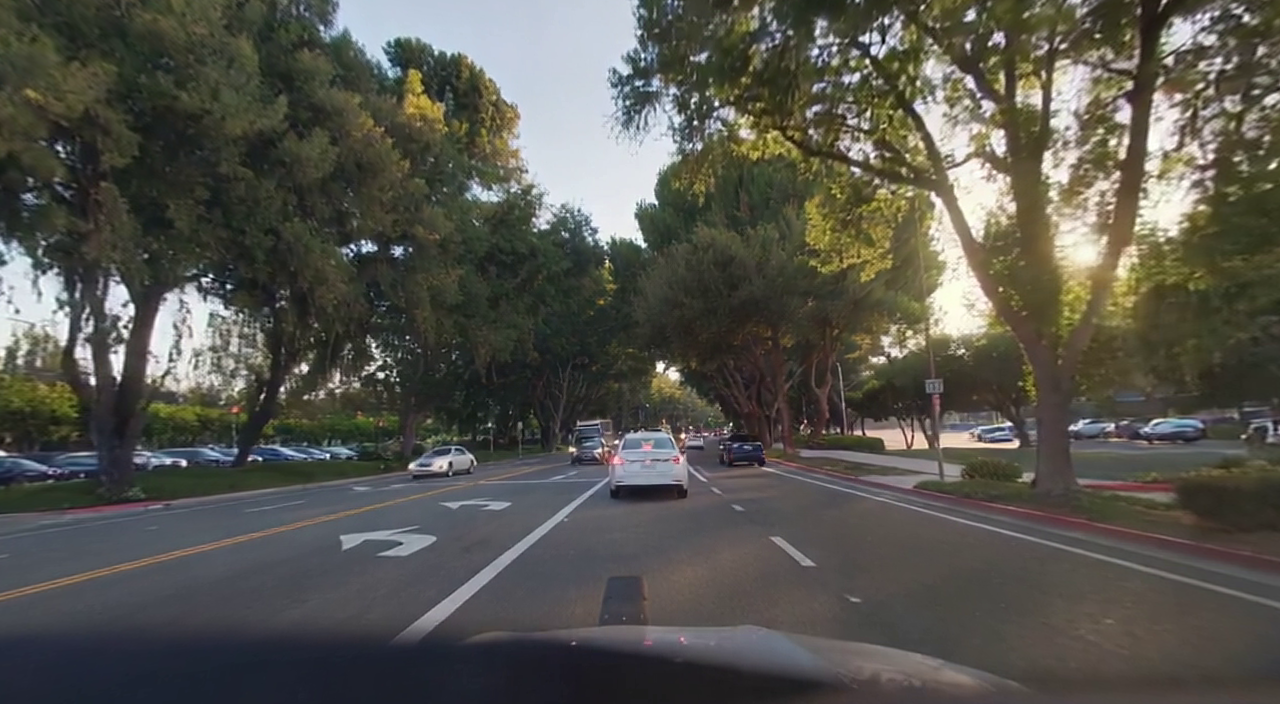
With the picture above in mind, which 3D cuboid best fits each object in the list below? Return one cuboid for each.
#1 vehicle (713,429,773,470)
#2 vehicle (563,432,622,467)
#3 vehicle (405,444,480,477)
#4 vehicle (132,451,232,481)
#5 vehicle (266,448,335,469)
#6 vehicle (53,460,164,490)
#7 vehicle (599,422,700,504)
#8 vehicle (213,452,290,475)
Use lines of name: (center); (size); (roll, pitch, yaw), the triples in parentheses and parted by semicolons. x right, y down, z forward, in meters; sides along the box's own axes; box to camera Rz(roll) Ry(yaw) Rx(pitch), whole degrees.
vehicle: (4.832, 4.626, 30.158); (2.155, 1.786, 4.459); (-1, -8, 1)
vehicle: (-2.515, 5.343, 34.798); (2.057, 1.786, 4.725); (-2, -8, 11)
vehicle: (-9.346, 5.140, 30.224); (1.909, 1.471, 4.502); (-1, -8, 3)
vehicle: (-27.735, 6.905, 38.257); (4.743, 1.671, 1.842); (-1, -8, 4)
vehicle: (-26.117, 8.213, 48.558); (4.398, 1.532, 1.769); (-2, -8, 8)
vehicle: (-27.883, 6.444, 33.160); (4.391, 1.442, 1.763); (-1, -8, 5)
vehicle: (0.220, 2.678, 15.630); (2.154, 1.710, 4.128); (-1, -8, 1)
vehicle: (-26.604, 7.646, 43.212); (4.260, 1.498, 1.769); (-2, -8, 10)
